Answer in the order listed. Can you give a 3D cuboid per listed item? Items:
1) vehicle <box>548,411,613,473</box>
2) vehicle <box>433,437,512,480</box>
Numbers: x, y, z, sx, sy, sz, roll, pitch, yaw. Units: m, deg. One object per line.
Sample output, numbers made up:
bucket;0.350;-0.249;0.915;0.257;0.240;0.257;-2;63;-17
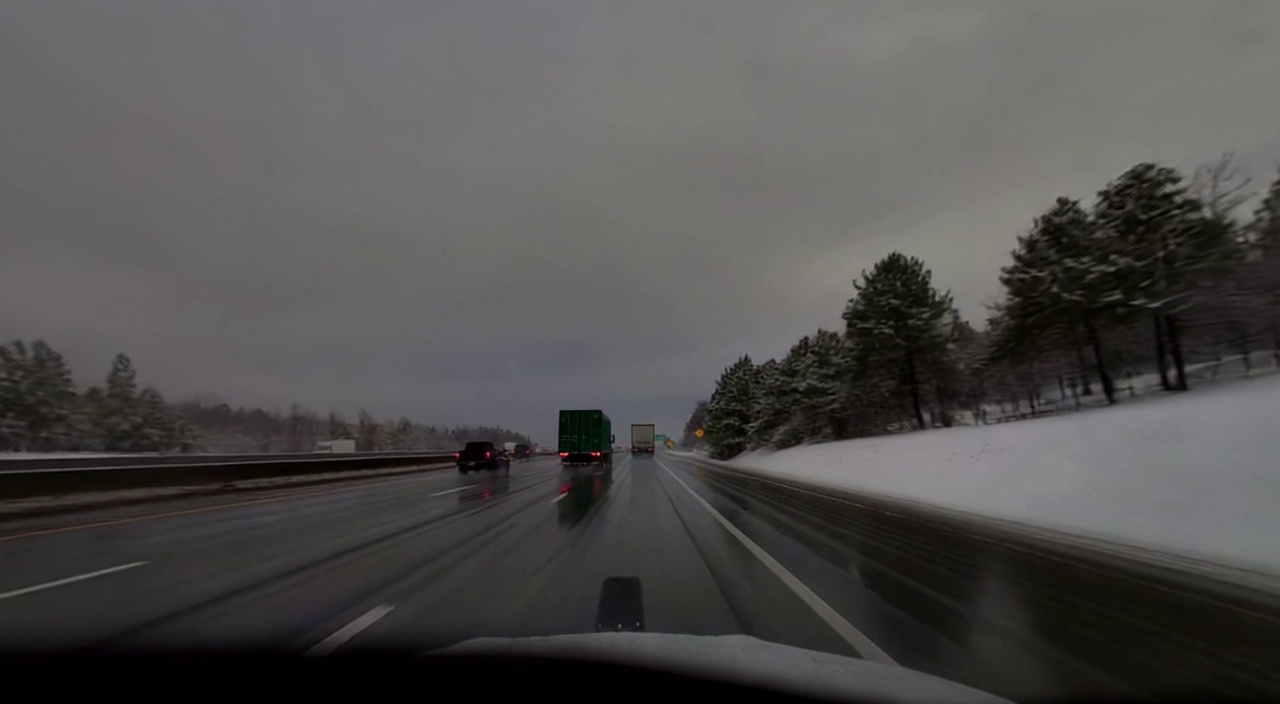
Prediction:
vehicle;-3.420;5.622;39.125;2.789;3.271;10.894;0;-9;1
vehicle;-7.363;4.749;28.256;2.125;1.725;4.715;0;-9;1
